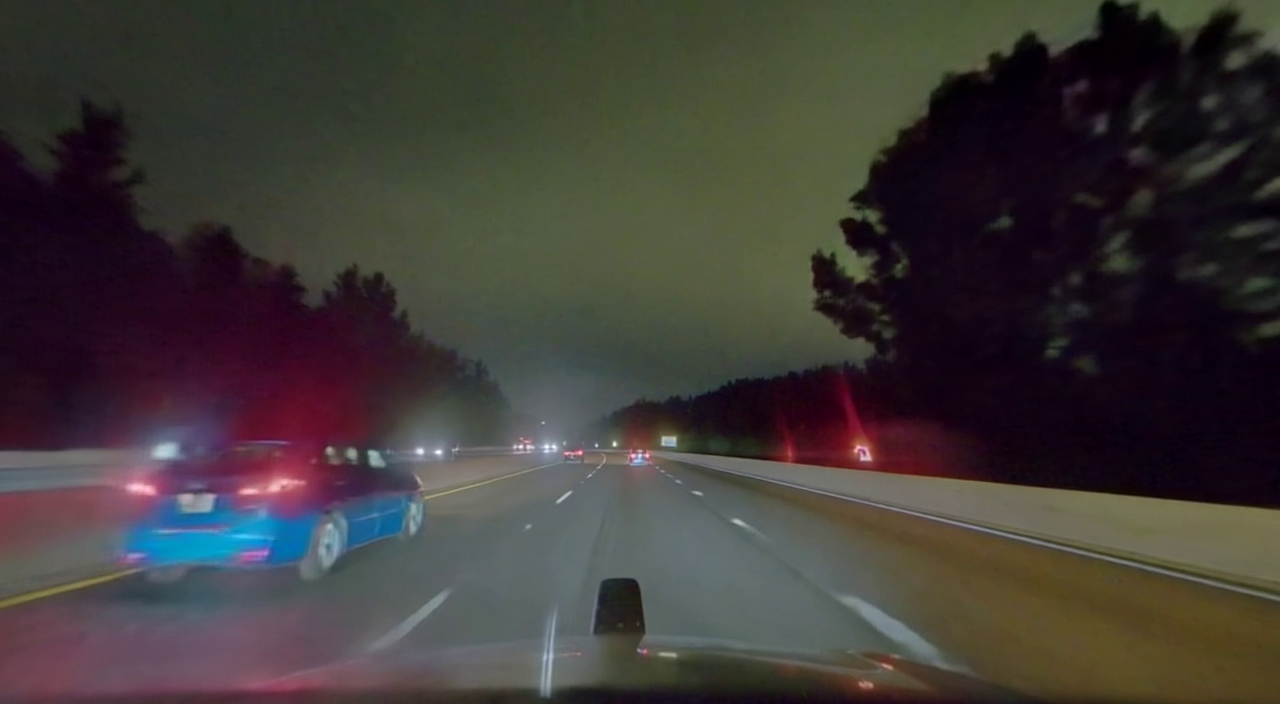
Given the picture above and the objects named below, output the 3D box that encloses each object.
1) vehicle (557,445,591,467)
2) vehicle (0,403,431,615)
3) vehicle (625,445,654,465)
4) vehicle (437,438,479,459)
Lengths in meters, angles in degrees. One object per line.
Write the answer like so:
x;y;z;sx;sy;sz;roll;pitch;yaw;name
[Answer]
-4.724;7.468;45.568;2.054;1.500;4.469;0;-9;-2;vehicle
-4.107;1.557;7.166;2.088;1.675;4.108;0;-9;-1;vehicle
-0.064;7.799;47.886;2.008;1.499;3.192;0;-9;-3;vehicle
-13.940;7.424;48.551;1.888;1.524;4.692;0;-9;-1;vehicle
